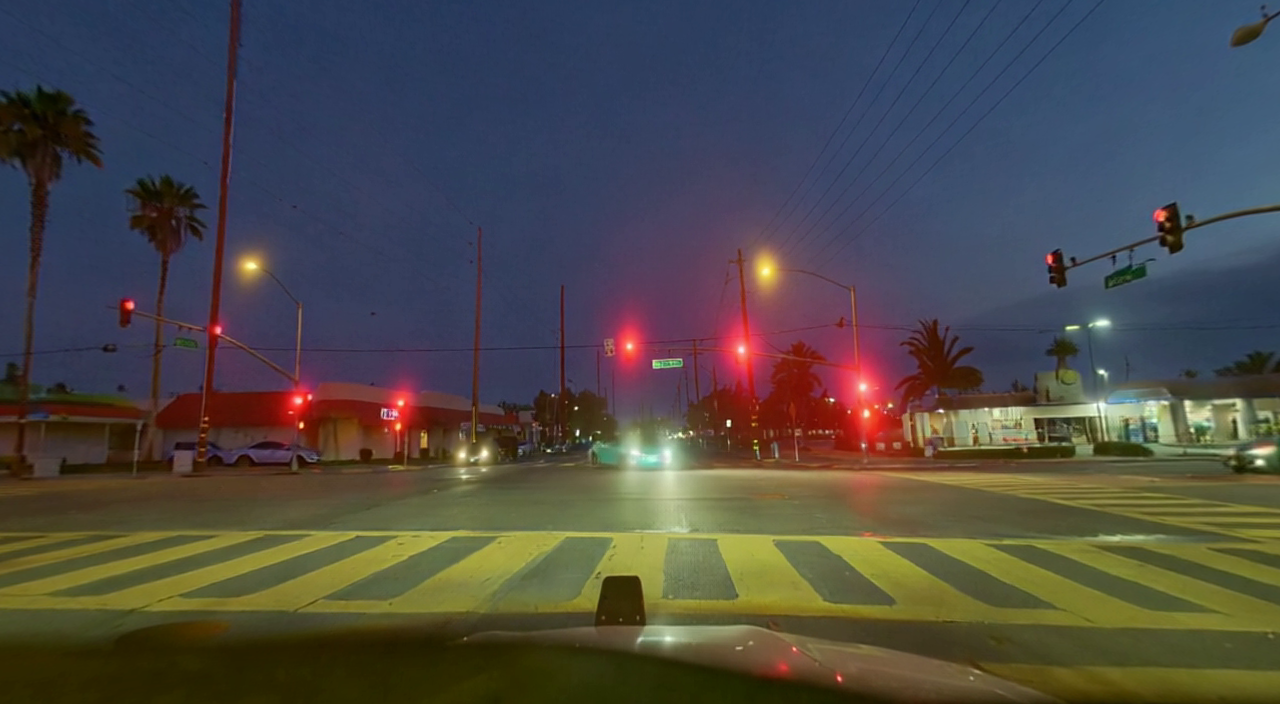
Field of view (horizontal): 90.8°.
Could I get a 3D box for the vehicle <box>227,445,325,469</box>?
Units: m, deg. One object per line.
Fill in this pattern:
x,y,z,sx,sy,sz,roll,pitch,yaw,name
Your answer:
-22.291,6.430,38.843,4.849,1.444,1.881,0,-8,1,vehicle

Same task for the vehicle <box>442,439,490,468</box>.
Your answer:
-11.960,6.990,43.712,2.016,1.717,4.287,-2,-7,1,vehicle

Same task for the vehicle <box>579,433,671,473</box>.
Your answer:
-0.776,4.295,27.038,2.223,1.490,5.094,3,-9,-22,vehicle

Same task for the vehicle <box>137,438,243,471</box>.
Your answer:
-25.906,5.929,36.457,4.613,1.820,2.021,-1,-9,3,vehicle
